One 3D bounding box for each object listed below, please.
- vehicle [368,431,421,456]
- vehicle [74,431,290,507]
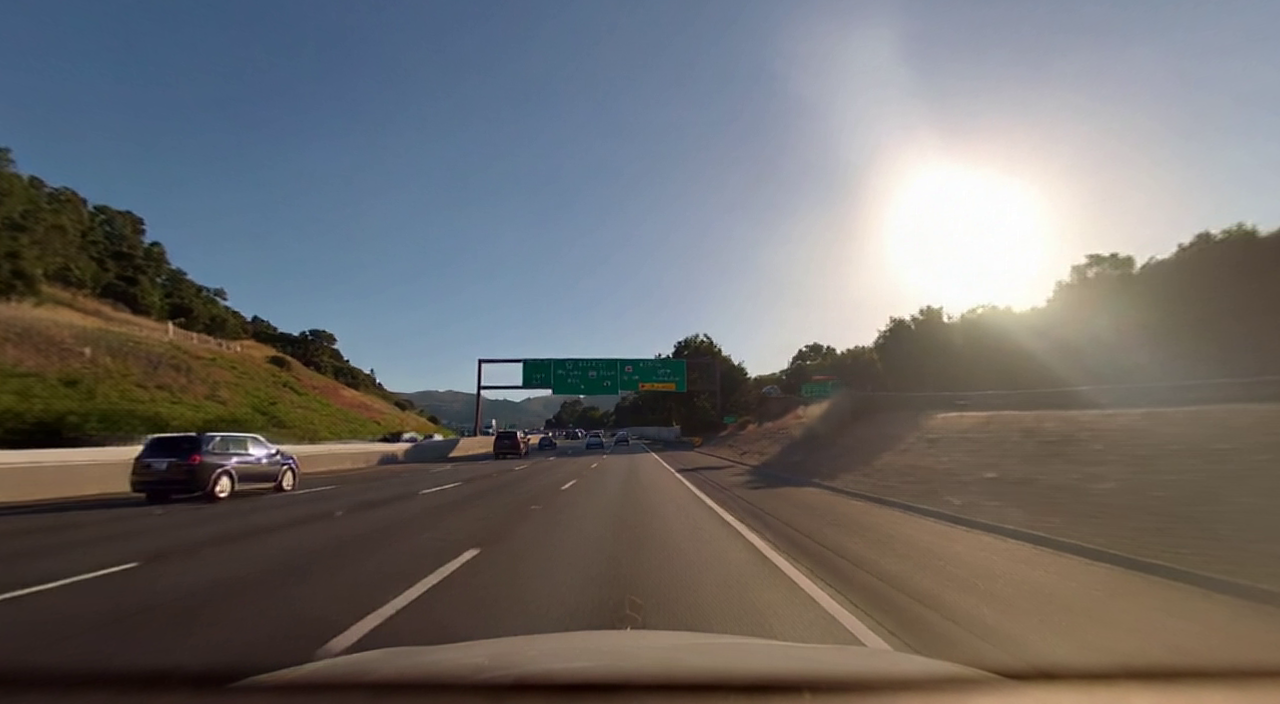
[{"bbox_3d":[-18.657,7.007,47.934,2.086,1.767,4.966,0,-8,0],"label":"vehicle"},{"bbox_3d":[-11.181,2.866,15.867,2.001,1.625,4.528,0,-8,0],"label":"vehicle"}]
